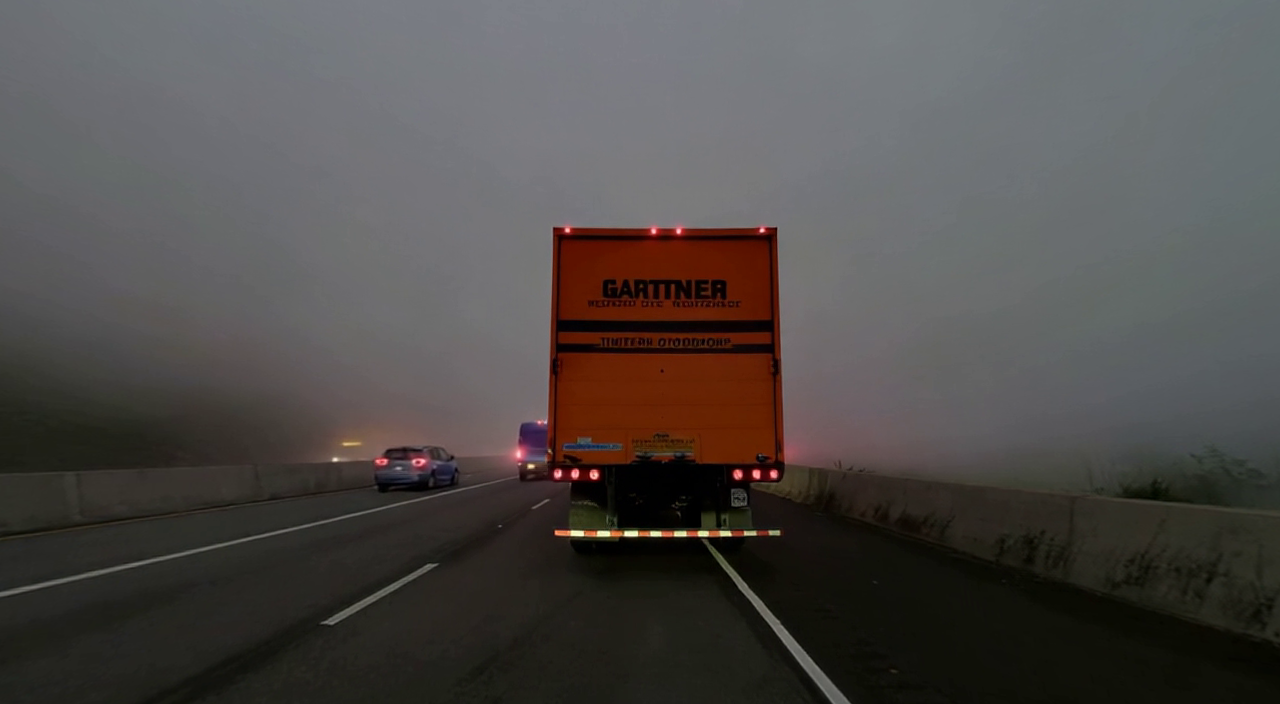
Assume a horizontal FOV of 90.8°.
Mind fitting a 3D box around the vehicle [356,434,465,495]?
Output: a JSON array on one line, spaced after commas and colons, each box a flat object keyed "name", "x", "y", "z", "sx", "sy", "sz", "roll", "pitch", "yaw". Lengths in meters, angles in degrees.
[{"name": "vehicle", "x": -8.534, "y": 4.244, "z": 24.090, "sx": 2.174, "sy": 2.059, "sz": 5.314, "roll": 0, "pitch": -9, "yaw": 0}]

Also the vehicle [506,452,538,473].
[{"name": "vehicle", "x": -8.658, "y": 8.105, "z": 46.449, "sx": 1.617, "sy": 1.465, "sz": 3.546, "roll": 0, "pitch": -9, "yaw": 1}]

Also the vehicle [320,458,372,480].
[{"name": "vehicle", "x": -20.515, "y": 8.172, "z": 44.214, "sx": 1.851, "sy": 1.430, "sz": 3.604, "roll": 0, "pitch": -9, "yaw": 0}]

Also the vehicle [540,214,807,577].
[{"name": "vehicle", "x": 0.482, "y": 1.231, "z": 12.287, "sx": 2.853, "sy": 4.054, "sz": 10.557, "roll": 0, "pitch": -9, "yaw": 1}]
